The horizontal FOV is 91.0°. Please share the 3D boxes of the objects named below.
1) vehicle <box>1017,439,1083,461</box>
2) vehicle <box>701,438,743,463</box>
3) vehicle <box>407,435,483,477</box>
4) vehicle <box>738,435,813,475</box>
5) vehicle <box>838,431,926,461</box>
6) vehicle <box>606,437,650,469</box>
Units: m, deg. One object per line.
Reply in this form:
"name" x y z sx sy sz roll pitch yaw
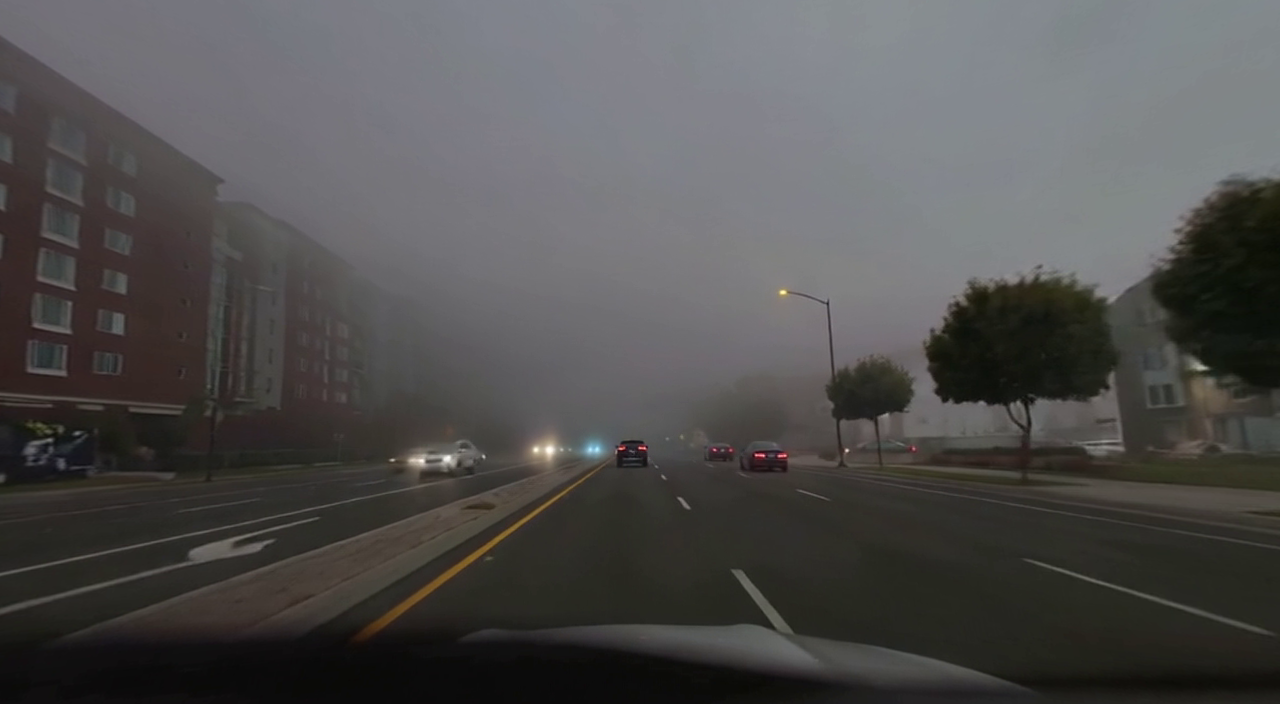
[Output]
"vehicle" 29.314 7.012 45.168 1.781 1.507 4.628 0 -8 2
"vehicle" 5.473 6.602 42.355 2.154 1.554 4.149 0 -8 -2
"vehicle" -8.715 4.688 28.583 2.013 1.737 4.510 0 -8 0
"vehicle" 5.804 4.486 27.634 2.121 1.557 4.898 0 -8 -2
"vehicle" 17.387 6.792 45.400 5.388 2.082 2.328 1 -9 -5
"vehicle" -0.584 5.164 32.327 2.106 1.553 3.964 0 -8 -1
